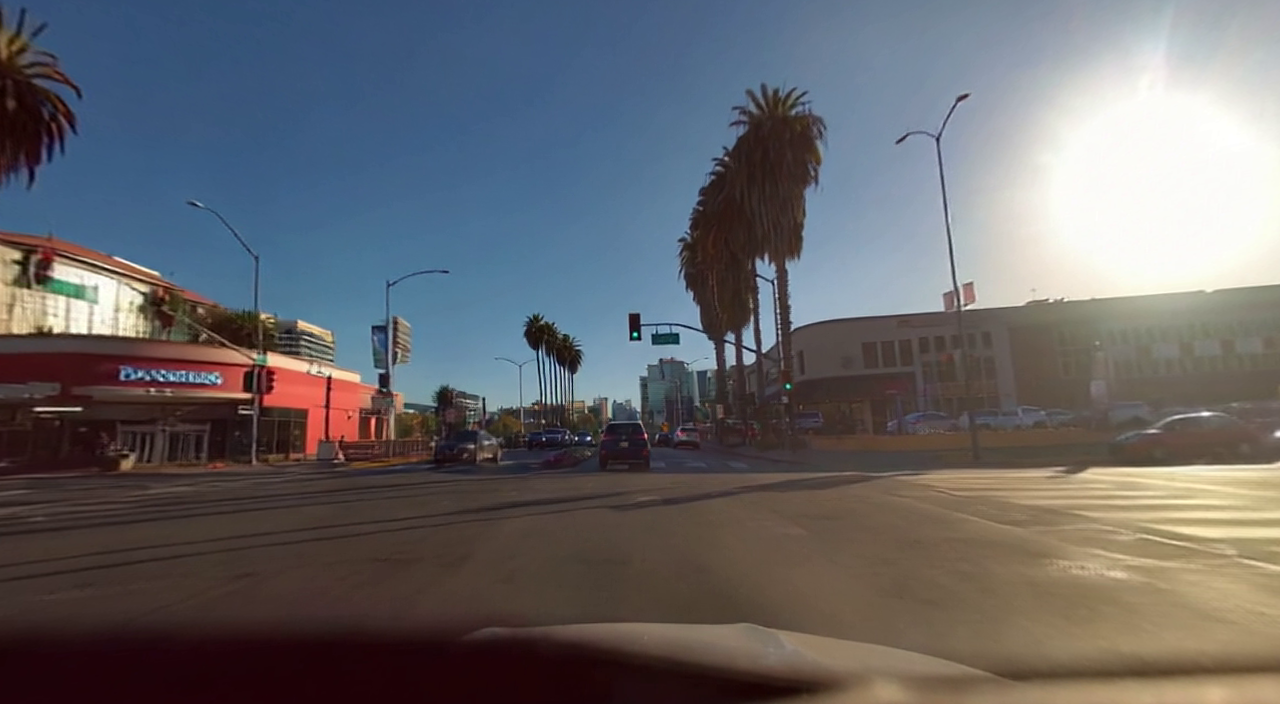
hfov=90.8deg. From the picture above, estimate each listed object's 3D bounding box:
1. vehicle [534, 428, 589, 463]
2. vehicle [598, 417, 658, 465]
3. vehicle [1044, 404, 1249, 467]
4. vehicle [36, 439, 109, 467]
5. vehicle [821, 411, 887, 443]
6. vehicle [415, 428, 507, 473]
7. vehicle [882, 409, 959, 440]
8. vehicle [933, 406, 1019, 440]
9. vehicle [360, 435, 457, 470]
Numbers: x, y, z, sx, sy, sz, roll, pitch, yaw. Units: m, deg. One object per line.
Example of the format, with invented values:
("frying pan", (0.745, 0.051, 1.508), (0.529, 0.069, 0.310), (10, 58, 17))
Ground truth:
("vehicle", (-3.560, 4.354, 29.419), (1.921, 1.491, 4.332), (0, -8, 1))
("vehicle", (-0.516, 3.738, 26.487), (2.264, 1.798, 4.531), (0, -8, -1))
("vehicle", (15.855, 2.619, 20.009), (4.583, 1.741, 2.117), (-2, -6, 1))
("vehicle", (-40.567, 7.210, 45.191), (1.615, 1.455, 3.501), (-7, -4, 26))
("vehicle", (11.447, 3.987, 34.167), (1.899, 1.550, 4.531), (-1, -6, -1))
("vehicle", (-6.506, 3.653, 23.570), (2.032, 1.508, 4.661), (0, -8, 1))
("vehicle", (14.138, 3.746, 32.165), (1.797, 1.443, 4.451), (-1, -8, -1))
("vehicle", (16.675, 3.614, 31.642), (1.850, 1.509, 4.297), (1, -9, -1))
("vehicle", (-10.543, 4.605, 29.132), (2.002, 1.470, 4.388), (-2, -9, 15))
